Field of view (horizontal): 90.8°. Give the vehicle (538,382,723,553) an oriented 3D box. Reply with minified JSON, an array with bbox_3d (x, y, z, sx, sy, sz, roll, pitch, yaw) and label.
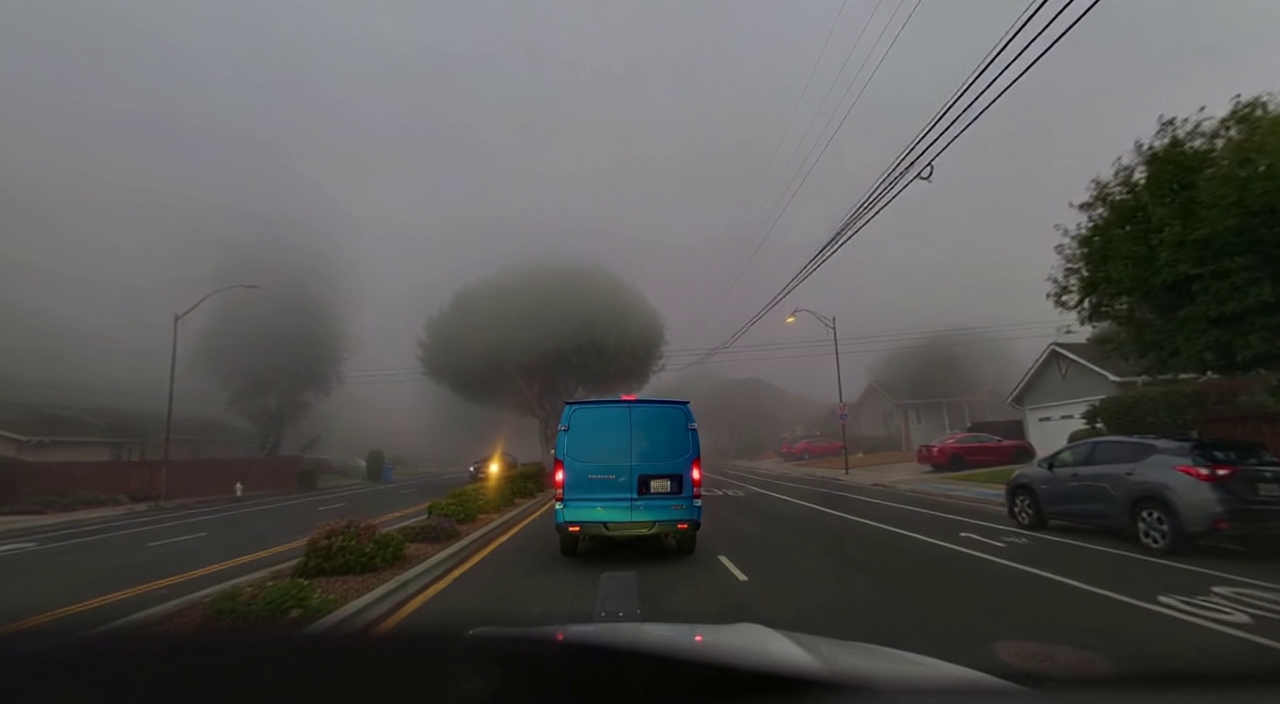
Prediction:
[{"bbox_3d":[-0.271,1.815,10.500,2.342,2.142,4.809,0,-9,-4],"label":"vehicle"}]

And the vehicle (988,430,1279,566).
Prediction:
[{"bbox_3d":[7.347,1.966,9.316,1.883,1.504,4.220,0,-9,-2],"label":"vehicle"}]

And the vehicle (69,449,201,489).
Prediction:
[{"bbox_3d":[-26.896,6.218,33.801,5.026,2.017,2.215,0,-9,-1],"label":"vehicle"}]

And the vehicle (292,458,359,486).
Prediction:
[{"bbox_3d":[-18.424,7.047,37.251,1.816,1.445,4.120,0,-9,0],"label":"vehicle"}]

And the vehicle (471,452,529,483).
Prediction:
[{"bbox_3d":[-7.357,6.103,33.649,1.962,1.481,4.434,0,-9,2],"label":"vehicle"}]

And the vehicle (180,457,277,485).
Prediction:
[{"bbox_3d":[-27.370,7.938,42.188,4.972,1.776,2.057,0,-9,-1],"label":"vehicle"}]

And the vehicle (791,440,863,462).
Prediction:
[{"bbox_3d":[13.097,6.953,44.427,4.483,1.463,1.805,0,-8,-1],"label":"vehicle"}]

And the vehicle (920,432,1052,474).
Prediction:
[{"bbox_3d":[13.132,3.843,24.192,3.916,1.517,1.887,0,-8,0],"label":"vehicle"}]

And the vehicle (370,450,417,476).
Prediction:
[{"bbox_3d":[-17.991,8.075,46.336,1.841,1.769,4.105,0,-9,-1],"label":"vehicle"}]
